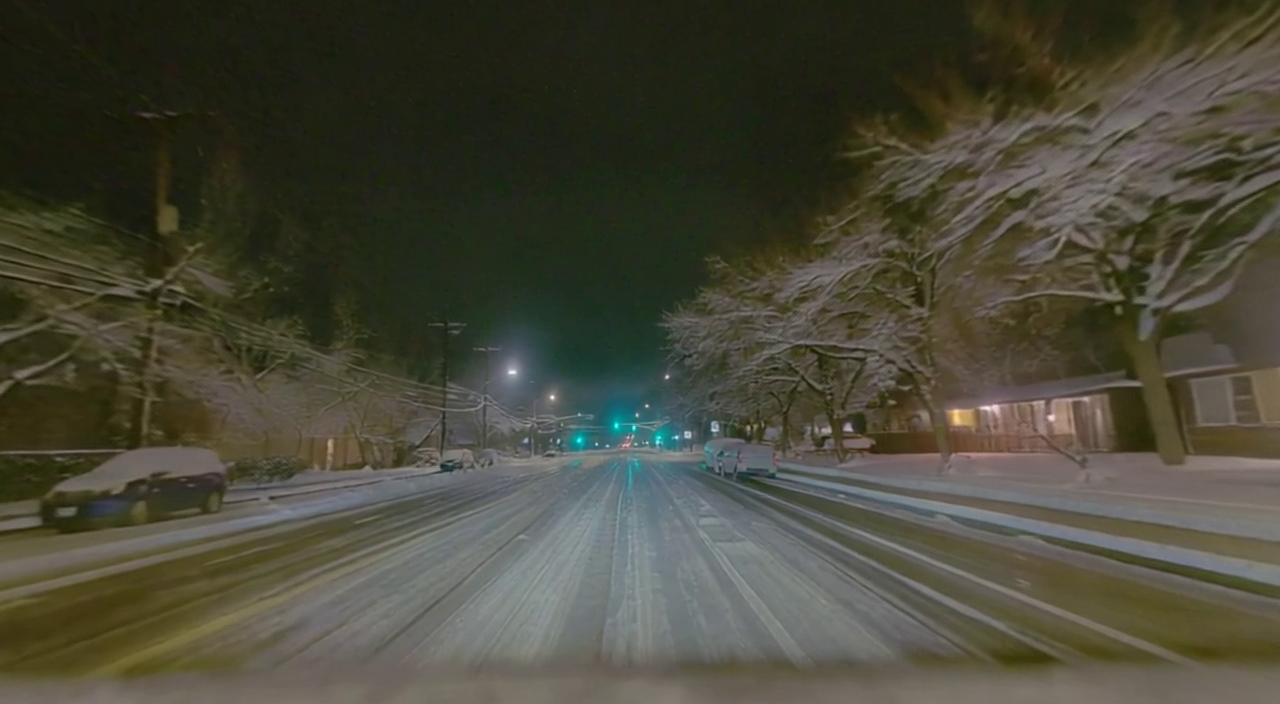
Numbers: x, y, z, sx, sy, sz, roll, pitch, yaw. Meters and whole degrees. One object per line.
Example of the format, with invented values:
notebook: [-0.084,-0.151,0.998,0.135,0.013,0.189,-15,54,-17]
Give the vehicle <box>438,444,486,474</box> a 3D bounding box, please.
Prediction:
vehicle: [-12.576,7.563,44.917,2.129,1.756,4.574,-2,-7,0]

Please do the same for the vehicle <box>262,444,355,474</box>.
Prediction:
vehicle: [-20.623,6.657,39.461,4.615,1.636,2.052,2,-8,4]

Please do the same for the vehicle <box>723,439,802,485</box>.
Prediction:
vehicle: [4.452,4.127,23.824,2.000,1.520,4.943,0,-9,0]

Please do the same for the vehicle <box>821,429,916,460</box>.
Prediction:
vehicle: [13.417,5.461,37.291,4.852,1.760,1.999,0,-9,5]

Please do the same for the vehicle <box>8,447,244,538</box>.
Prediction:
vehicle: [-12.387,3.342,15.808,2.034,1.646,4.808,-4,-7,-2]
